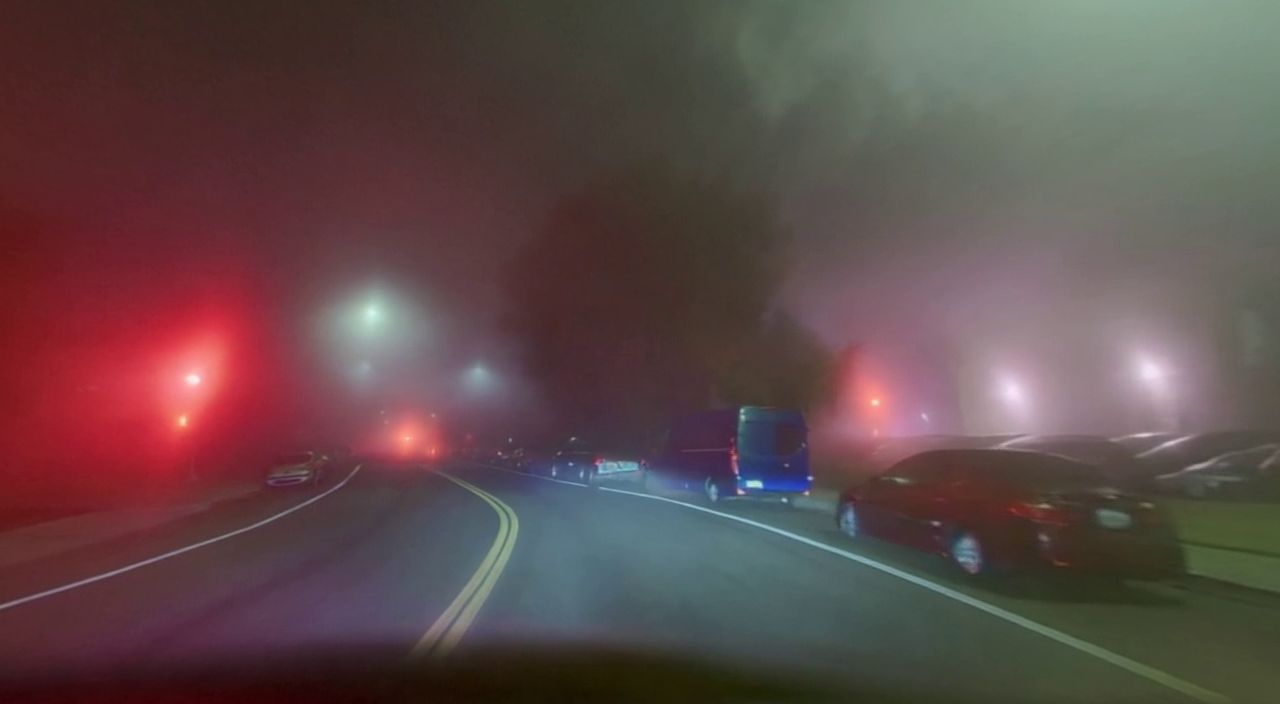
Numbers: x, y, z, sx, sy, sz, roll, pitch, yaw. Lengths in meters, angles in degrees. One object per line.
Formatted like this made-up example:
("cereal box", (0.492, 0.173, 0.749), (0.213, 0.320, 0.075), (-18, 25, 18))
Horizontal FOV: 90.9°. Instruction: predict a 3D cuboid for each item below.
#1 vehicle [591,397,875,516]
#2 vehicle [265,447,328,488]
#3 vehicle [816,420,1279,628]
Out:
("vehicle", (1.508, 2.727, 17.000), (3.041, 2.164, 10.370), (2, -9, -19))
("vehicle", (-14.317, 4.778, 26.494), (1.950, 1.489, 4.214), (2, -9, -24))
("vehicle", (3.817, 1.579, 6.958), (1.957, 1.479, 4.554), (1, -8, -7))
